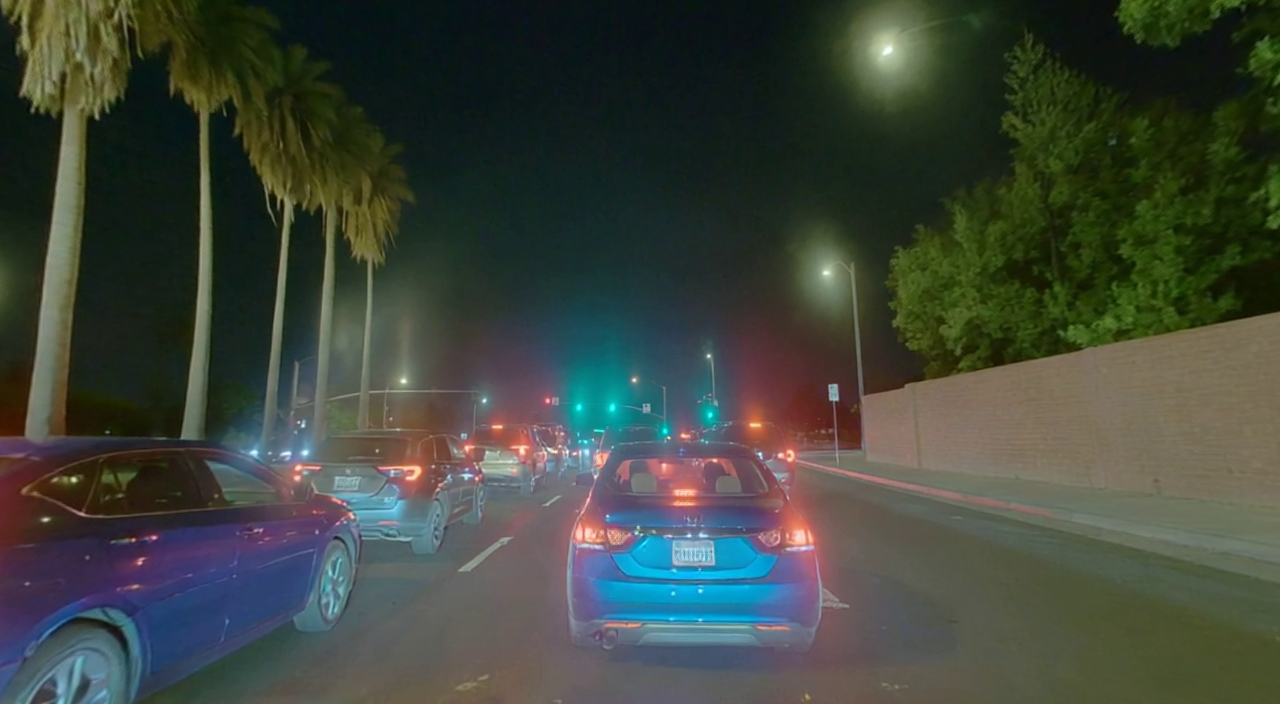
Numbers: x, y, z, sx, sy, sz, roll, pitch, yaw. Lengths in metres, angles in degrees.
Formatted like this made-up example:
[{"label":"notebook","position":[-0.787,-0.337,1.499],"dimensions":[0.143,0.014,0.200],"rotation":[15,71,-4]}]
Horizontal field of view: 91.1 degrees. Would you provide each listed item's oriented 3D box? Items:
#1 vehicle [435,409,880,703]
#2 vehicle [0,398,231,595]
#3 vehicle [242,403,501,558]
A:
[{"label":"vehicle","position":[0.039,1.335,5.206],"dimensions":[2.128,1.473,4.272],"rotation":[0,-8,-1]},{"label":"vehicle","position":[-6.672,1.402,6.397],"dimensions":[1.963,1.721,4.662],"rotation":[0,-8,-2]},{"label":"vehicle","position":[-3.520,1.772,9.285],"dimensions":[2.055,1.746,4.136],"rotation":[0,-8,-1]}]
